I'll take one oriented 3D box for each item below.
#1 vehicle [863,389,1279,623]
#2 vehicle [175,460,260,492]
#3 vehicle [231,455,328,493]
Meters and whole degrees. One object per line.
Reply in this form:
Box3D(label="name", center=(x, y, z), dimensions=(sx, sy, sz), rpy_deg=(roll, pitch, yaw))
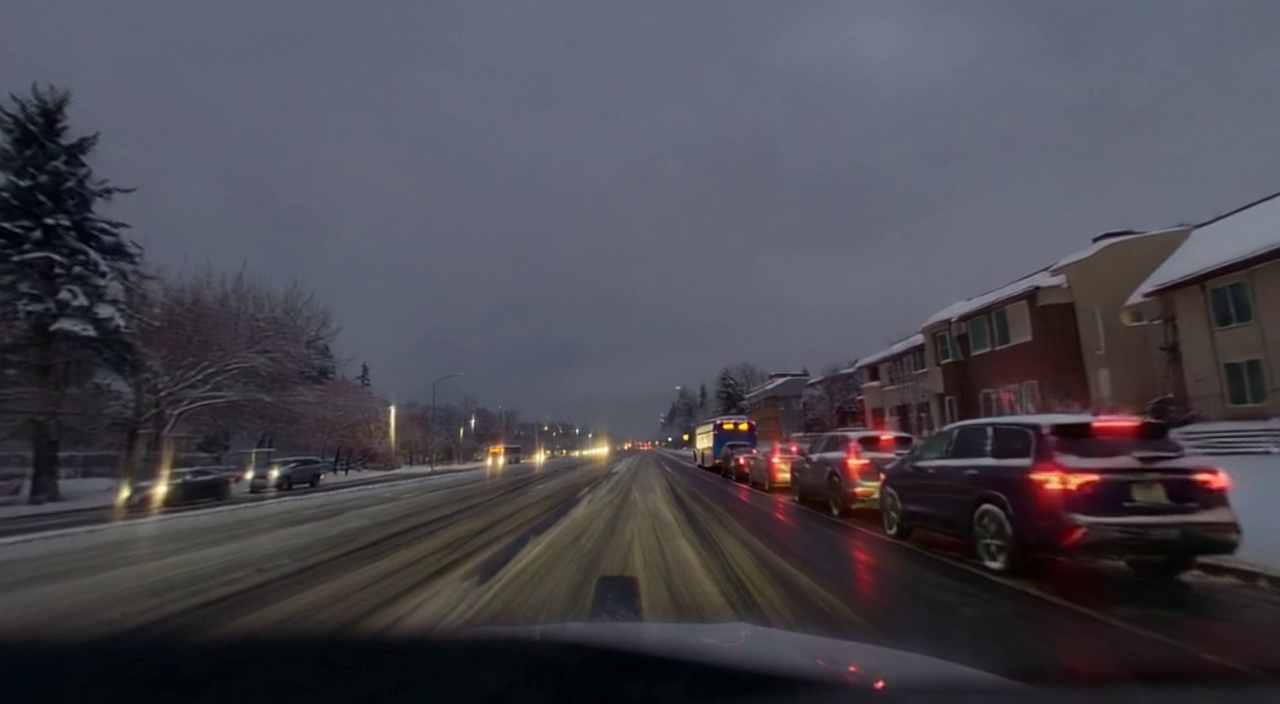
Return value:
Box3D(label="vehicle", center=(4.490, 1.504, 7.188), dimensions=(2.094, 1.731, 4.763), rpy_deg=(0, -8, -1))
Box3D(label="vehicle", center=(-28.951, 8.487, 43.366), dimensions=(4.426, 1.782, 2.056), rpy_deg=(-4, -8, 1))
Box3D(label="vehicle", center=(-19.417, 6.573, 34.367), dimensions=(2.166, 1.804, 4.897), rpy_deg=(-1, -8, 3))
